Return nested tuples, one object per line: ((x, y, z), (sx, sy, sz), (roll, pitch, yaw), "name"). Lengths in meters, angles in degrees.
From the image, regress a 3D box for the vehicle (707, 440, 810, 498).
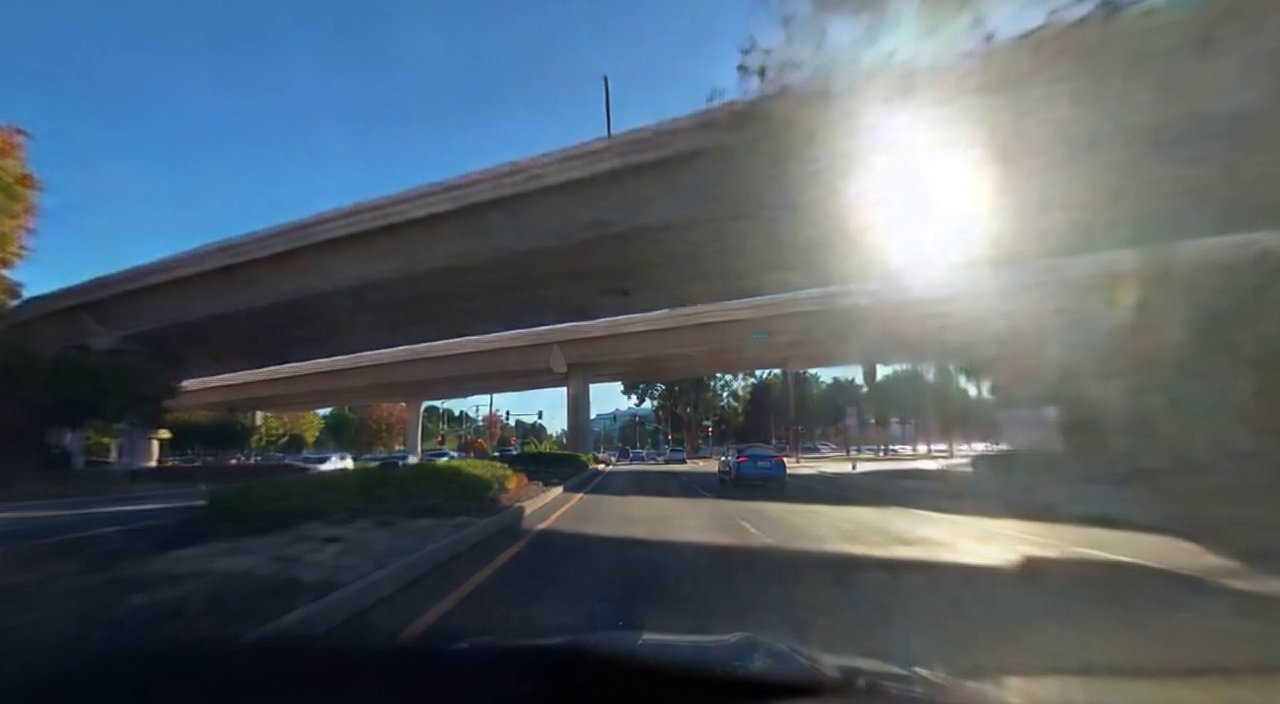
((3.315, 3.357, 18.610), (2.062, 1.484, 4.332), (0, -8, -1), "vehicle")

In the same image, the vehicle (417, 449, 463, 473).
((-14.541, 7.915, 46.129), (1.912, 1.632, 4.326), (-1, -8, 0), "vehicle")
